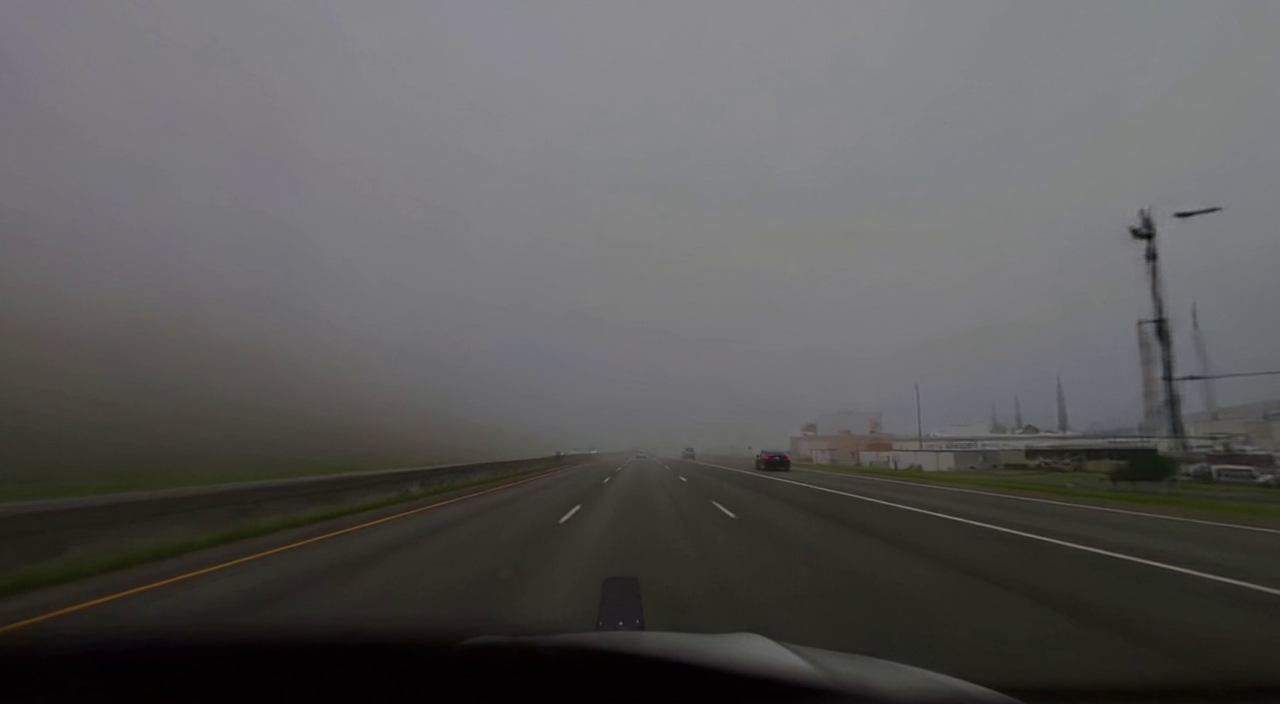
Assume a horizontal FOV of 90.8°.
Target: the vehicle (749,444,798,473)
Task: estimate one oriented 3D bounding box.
[{"bbox_3d":[7.631,6.111,36.394,1.923,1.516,3.815,0,-9,-1],"label":"vehicle"}]
